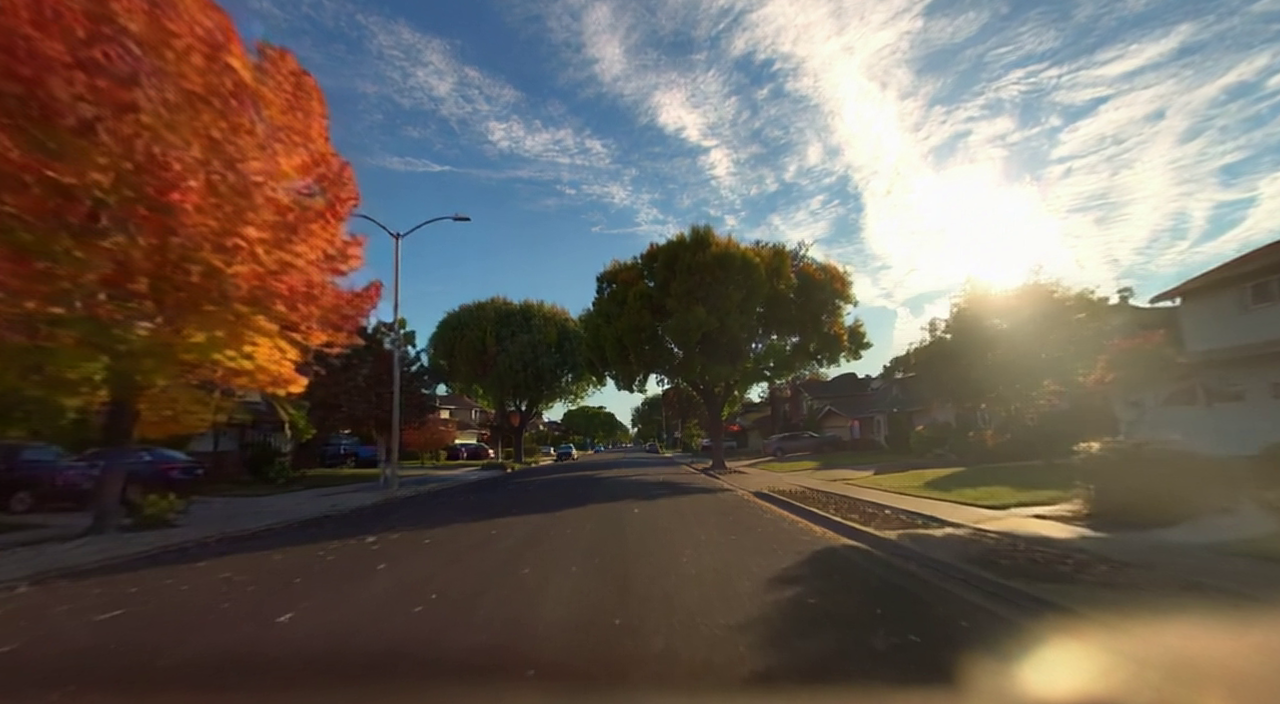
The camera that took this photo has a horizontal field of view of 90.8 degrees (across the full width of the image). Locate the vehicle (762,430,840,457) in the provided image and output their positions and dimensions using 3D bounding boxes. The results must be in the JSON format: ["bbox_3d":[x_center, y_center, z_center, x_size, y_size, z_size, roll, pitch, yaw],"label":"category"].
[{"bbox_3d":[10.395,5.961,41.112,4.582,1.680,2.223,0,-8,4],"label":"vehicle"}]

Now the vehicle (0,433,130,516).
[{"bbox_3d":[-15.107,2.745,14.554,4.830,1.725,2.116,0,-8,1],"label":"vehicle"}]

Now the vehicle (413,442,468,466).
[{"bbox_3d":[-14.221,7.286,45.347,1.982,1.596,3.988,-1,-9,13],"label":"vehicle"}]
